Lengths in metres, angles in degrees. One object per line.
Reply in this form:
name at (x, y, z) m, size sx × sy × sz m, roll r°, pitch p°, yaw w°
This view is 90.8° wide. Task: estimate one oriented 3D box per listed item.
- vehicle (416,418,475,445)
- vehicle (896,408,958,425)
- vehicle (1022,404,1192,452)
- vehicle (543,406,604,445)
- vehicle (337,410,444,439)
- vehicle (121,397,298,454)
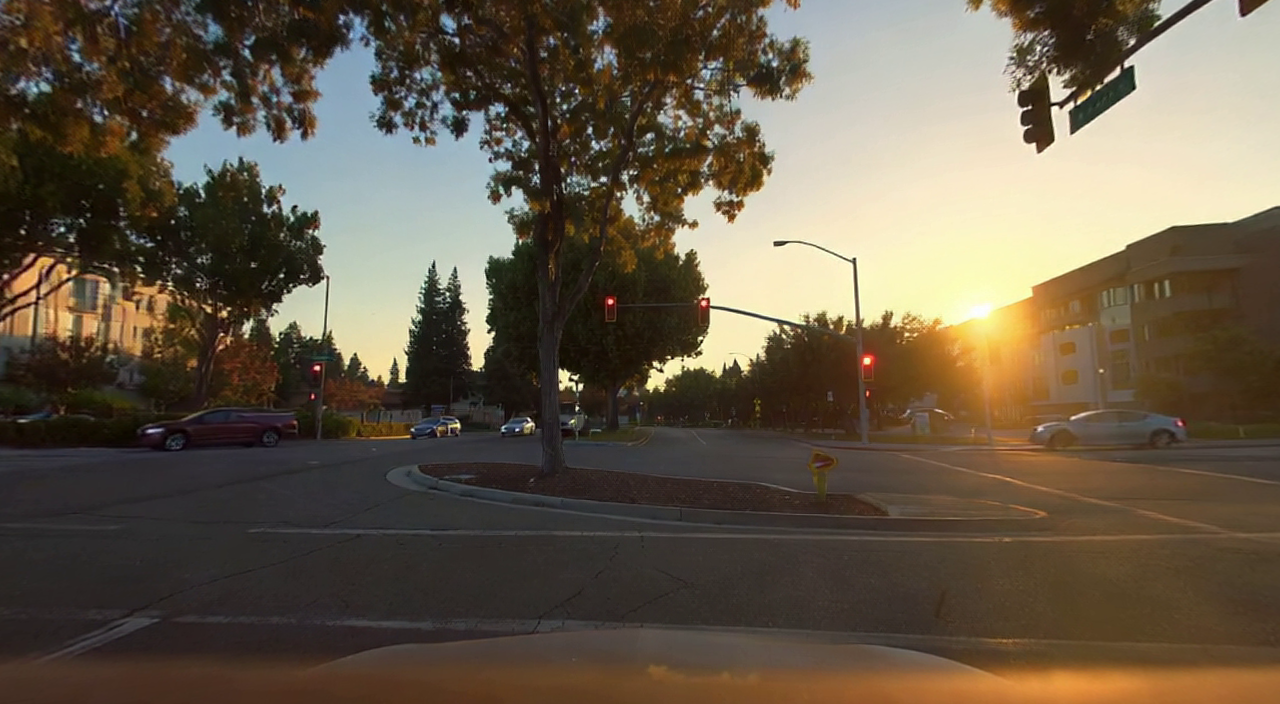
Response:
vehicle at (-11.541, 4.821, 37.824) m, size 1.899 × 1.510 × 4.294 m, roll -1°, pitch -9°, yaw 4°
vehicle at (21.990, 4.942, 48.447) m, size 3.933 × 1.219 × 1.700 m, roll -1°, pitch -9°, yaw 3°
vehicle at (16.733, 2.790, 22.885) m, size 4.454 × 1.643 × 1.809 m, roll -2°, pitch -9°, yaw 13°
vehicle at (-3.456, 4.032, 33.918) m, size 2.306 × 1.907 × 5.382 m, roll -1°, pitch -9°, yaw 4°
vehicle at (-17.141, 5.099, 43.761) m, size 6.496 × 1.847 × 2.164 m, roll 8°, pitch -12°, yaw -42°
vehicle at (-16.166, 2.864, 23.995) m, size 2.340 × 1.902 × 4.920 m, roll -6°, pitch -10°, yaw 35°
